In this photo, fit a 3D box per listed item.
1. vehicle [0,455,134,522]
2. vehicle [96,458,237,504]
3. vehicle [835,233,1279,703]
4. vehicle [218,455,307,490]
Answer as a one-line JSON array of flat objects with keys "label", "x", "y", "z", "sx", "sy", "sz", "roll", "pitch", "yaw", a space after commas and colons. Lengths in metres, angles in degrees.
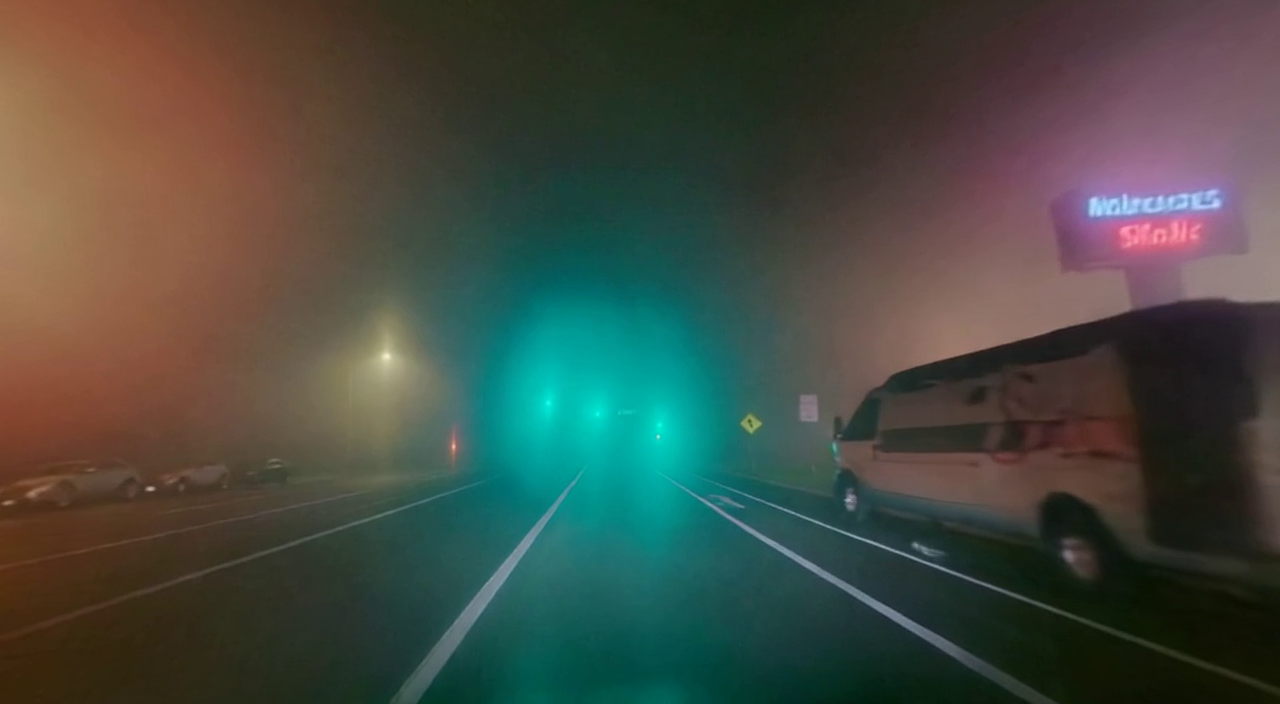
[{"label": "vehicle", "x": -17.967, "y": 3.980, "z": 18.931, "sx": 2.021, "sy": 1.695, "sz": 4.372, "roll": 0, "pitch": -9, "yaw": -4}, {"label": "vehicle", "x": -18.384, "y": 4.995, "z": 24.802, "sx": 1.906, "sy": 1.509, "sz": 4.834, "roll": 0, "pitch": -8, "yaw": -2}, {"label": "vehicle", "x": 4.665, "y": 1.047, "z": 6.852, "sx": 2.739, "sy": 2.866, "sz": 6.142, "roll": -1, "pitch": -7, "yaw": -3}, {"label": "vehicle", "x": -18.652, "y": 5.934, "z": 31.323, "sx": 1.869, "sy": 1.541, "sz": 4.354, "roll": 0, "pitch": -9, "yaw": -3}]
